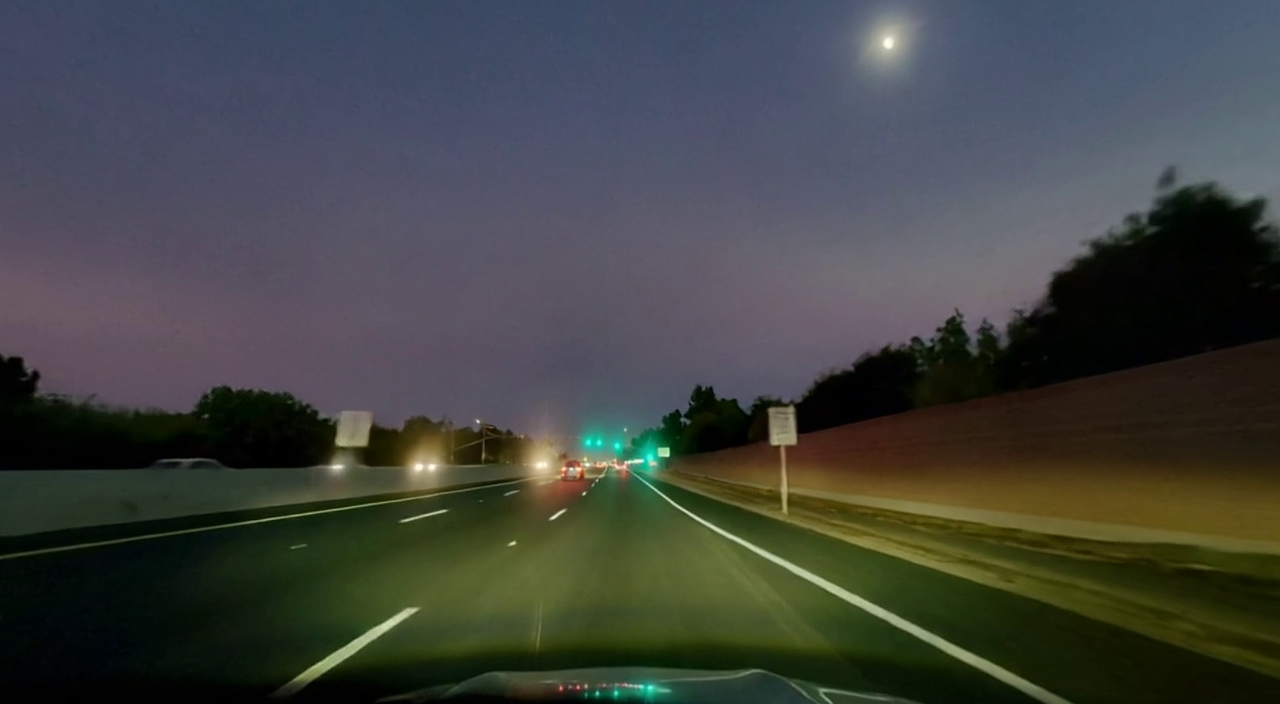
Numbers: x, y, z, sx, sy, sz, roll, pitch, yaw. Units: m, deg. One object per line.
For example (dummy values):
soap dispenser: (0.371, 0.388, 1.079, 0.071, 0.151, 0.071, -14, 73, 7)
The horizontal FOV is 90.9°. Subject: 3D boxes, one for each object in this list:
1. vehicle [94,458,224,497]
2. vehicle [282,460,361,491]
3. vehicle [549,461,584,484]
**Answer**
vehicle: (-20.301, 5.323, 26.871, 2.038, 1.507, 4.425, 1, -11, 0)
vehicle: (-16.714, 6.528, 33.325, 1.839, 1.478, 4.496, 1, -11, -1)
vehicle: (-5.304, 8.770, 45.855, 2.039, 1.605, 4.365, 1, -11, -1)
